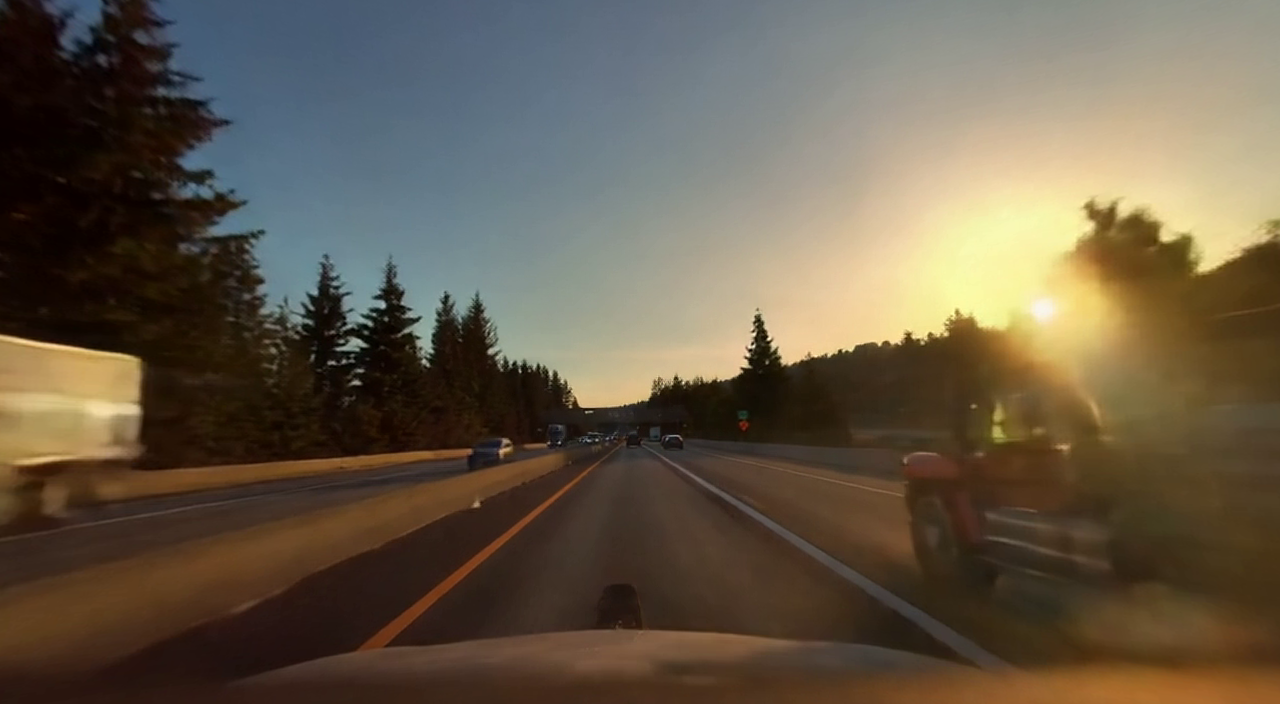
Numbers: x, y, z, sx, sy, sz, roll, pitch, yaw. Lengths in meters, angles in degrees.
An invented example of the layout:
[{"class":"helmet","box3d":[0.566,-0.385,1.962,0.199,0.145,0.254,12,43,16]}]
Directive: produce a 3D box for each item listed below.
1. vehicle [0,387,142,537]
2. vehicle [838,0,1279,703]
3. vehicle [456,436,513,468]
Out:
[{"class":"vehicle","box3d":[-12.221,2.066,12.029,2.213,2.581,3.799,0,-8,-1]},{"class":"vehicle","box3d":[3.885,0.035,4.029,2.999,4.013,6.296,0,-8,-1]},{"class":"vehicle","box3d":[-8.279,5.343,33.904,1.977,1.456,4.489,-3,-8,-1]}]
